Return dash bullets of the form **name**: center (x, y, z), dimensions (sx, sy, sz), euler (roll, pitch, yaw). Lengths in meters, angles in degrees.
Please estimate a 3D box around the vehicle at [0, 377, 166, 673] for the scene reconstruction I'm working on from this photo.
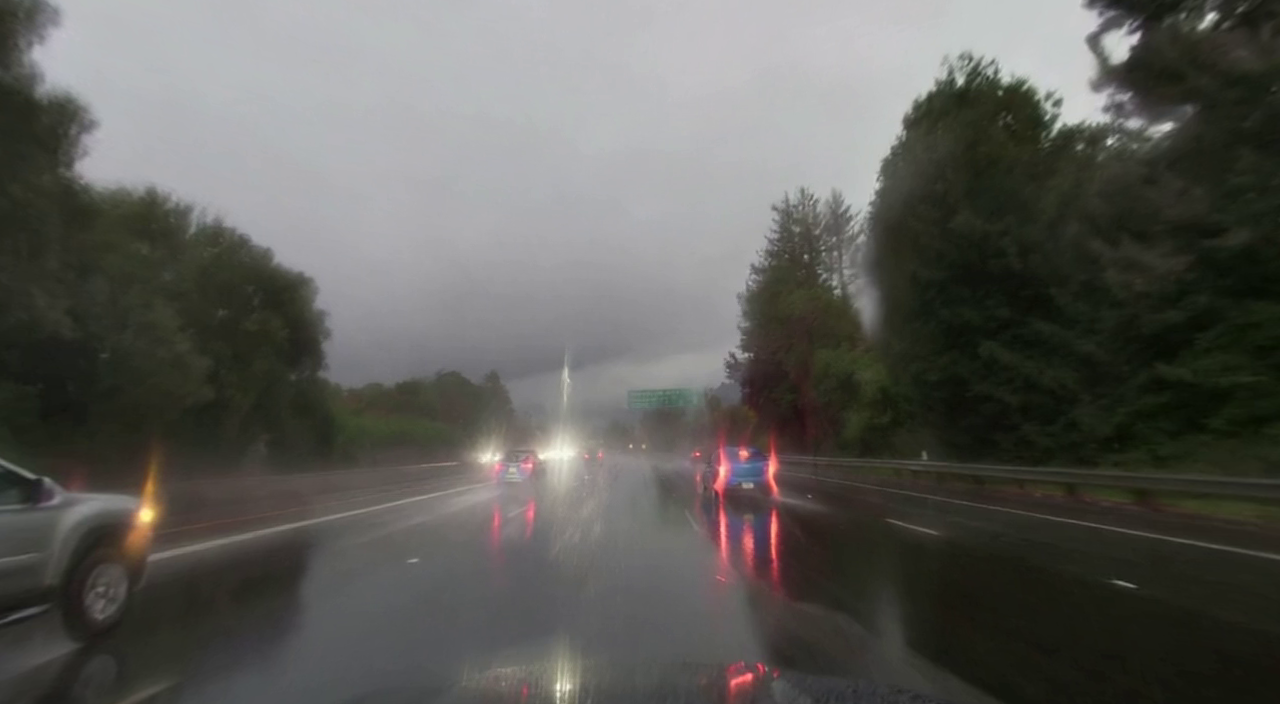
- **vehicle**: center (-4.876, 0.887, 2.820), dimensions (2.079, 1.745, 4.281), euler (0, -9, 1)

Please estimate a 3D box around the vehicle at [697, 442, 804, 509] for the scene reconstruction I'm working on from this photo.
- **vehicle**: center (2.810, 3.260, 17.075), dimensions (2.120, 1.572, 4.344), euler (0, -9, 0)

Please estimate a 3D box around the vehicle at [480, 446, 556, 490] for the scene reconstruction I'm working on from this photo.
- **vehicle**: center (-4.520, 4.366, 24.033), dimensions (2.009, 1.488, 4.289), euler (0, -9, 1)
